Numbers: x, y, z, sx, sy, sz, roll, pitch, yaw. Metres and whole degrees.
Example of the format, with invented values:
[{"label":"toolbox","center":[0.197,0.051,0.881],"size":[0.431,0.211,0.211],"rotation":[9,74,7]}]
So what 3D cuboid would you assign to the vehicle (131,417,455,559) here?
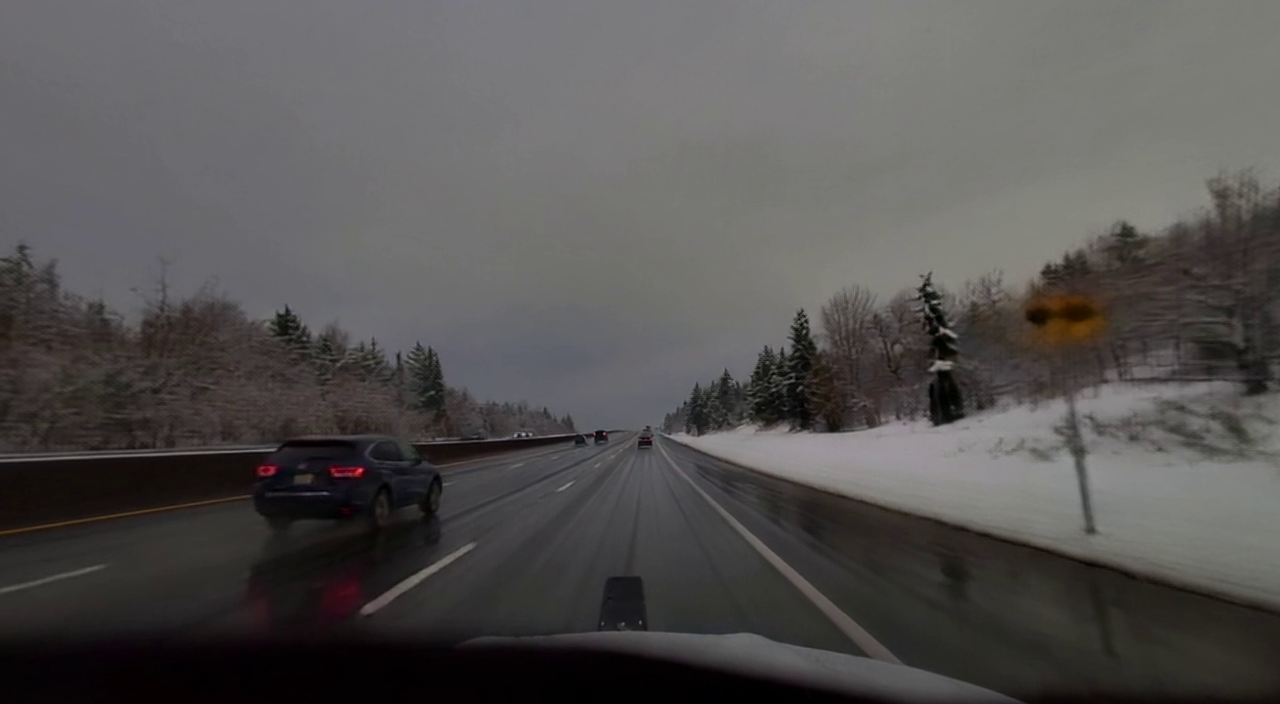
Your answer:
[{"label":"vehicle","center":[-4.526,1.846,9.360],"size":[2.071,1.556,4.729],"rotation":[0,-8,1]}]
